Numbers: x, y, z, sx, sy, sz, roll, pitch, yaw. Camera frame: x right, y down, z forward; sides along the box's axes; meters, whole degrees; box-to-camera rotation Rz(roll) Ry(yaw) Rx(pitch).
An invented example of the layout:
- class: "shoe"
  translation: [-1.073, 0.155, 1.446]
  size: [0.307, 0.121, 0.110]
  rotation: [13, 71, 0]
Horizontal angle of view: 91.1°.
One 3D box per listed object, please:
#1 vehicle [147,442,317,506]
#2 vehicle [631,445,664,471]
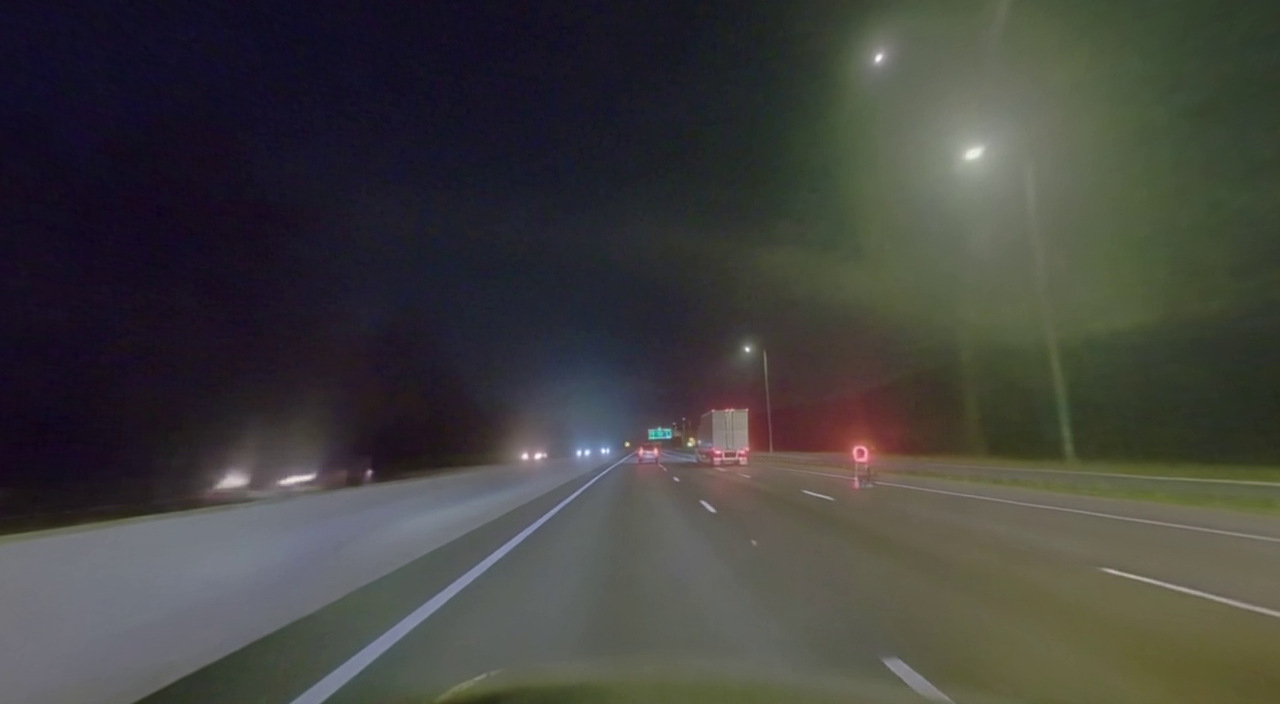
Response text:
- class: "vehicle"
  translation: [-11.685, 3.505, 18.499]
  size: [2.018, 1.610, 4.523]
  rotation: [0, -9, -1]
- class: "vehicle"
  translation: [0.489, 6.824, 40.704]
  size: [2.024, 1.579, 3.707]
  rotation: [0, -9, 0]
